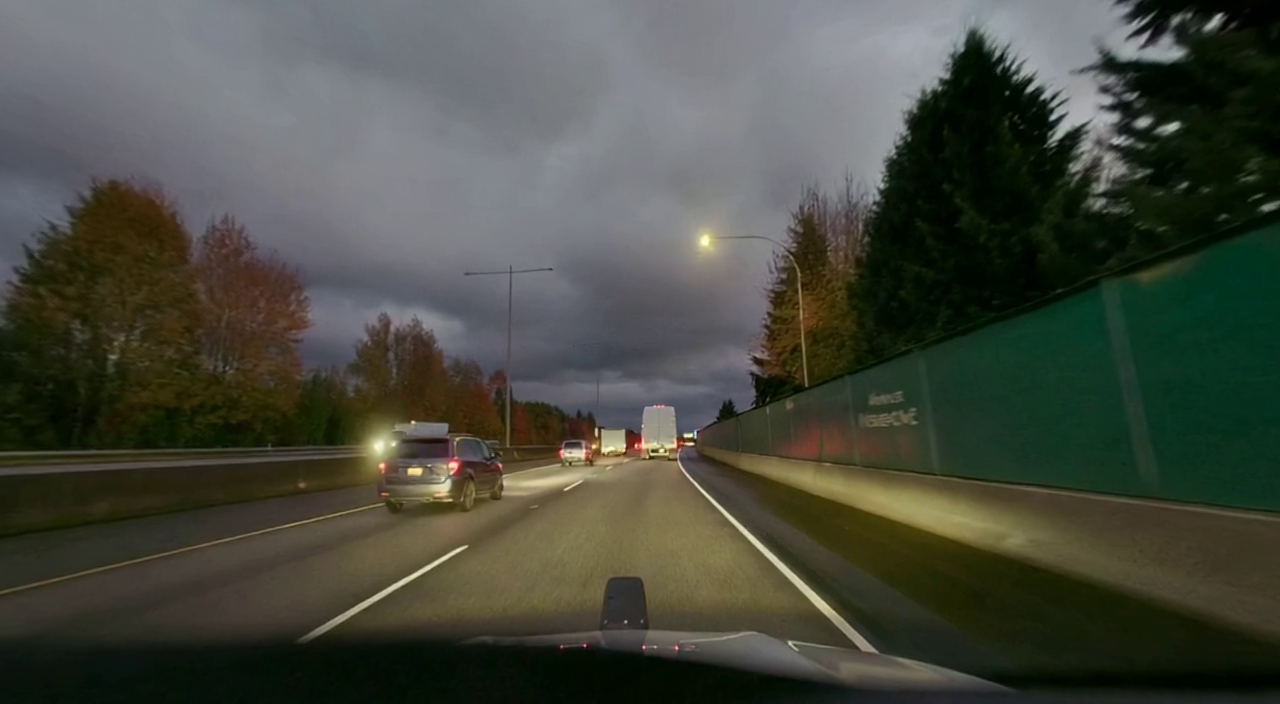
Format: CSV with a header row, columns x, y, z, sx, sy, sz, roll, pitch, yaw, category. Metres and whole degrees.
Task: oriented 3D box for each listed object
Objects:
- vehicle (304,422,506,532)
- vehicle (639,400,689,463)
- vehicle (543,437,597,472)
x,y,z,sx,sy,sz,roll,pitch,yaw,category
-3.784,2.066,10.979,1.927,1.556,3.921,0,-8,1,vehicle
1.640,5.451,42.496,2.933,3.701,10.425,0,-8,2,vehicle
-3.315,4.941,30.576,1.962,1.575,4.158,0,-8,2,vehicle
